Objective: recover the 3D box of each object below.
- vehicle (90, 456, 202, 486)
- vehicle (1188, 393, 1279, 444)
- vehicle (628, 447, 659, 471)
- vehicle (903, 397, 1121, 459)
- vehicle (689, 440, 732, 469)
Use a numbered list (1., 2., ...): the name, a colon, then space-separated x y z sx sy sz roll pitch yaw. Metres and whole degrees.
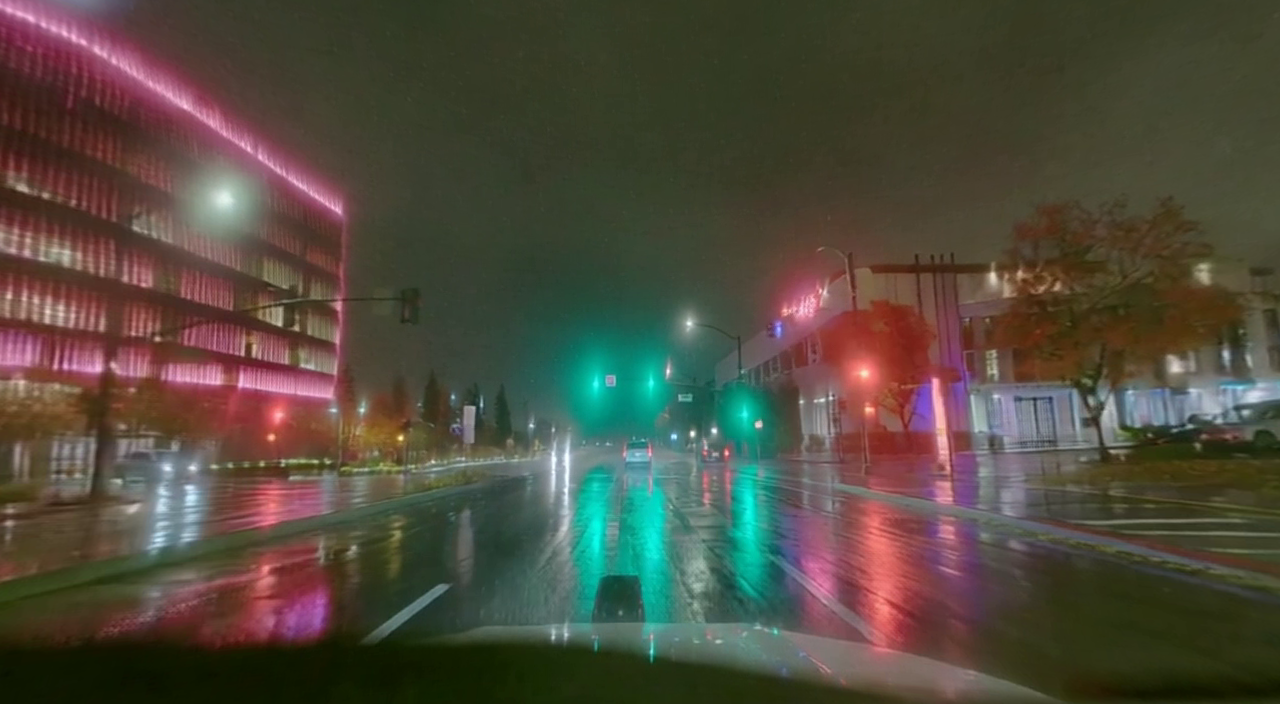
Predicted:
1. vehicle: -26.851 6.453 34.308 4.500 1.555 1.913 0 -9 3
2. vehicle: 23.340 2.505 23.284 1.887 1.635 4.695 1 -9 0
3. vehicle: 0.241 7.269 42.960 2.014 1.525 4.197 0 -9 0
4. vehicle: 22.184 4.640 38.211 10.893 3.534 3.195 0 -9 4
5. vehicle: 4.552 6.735 41.447 2.174 1.749 4.739 0 -9 -2
